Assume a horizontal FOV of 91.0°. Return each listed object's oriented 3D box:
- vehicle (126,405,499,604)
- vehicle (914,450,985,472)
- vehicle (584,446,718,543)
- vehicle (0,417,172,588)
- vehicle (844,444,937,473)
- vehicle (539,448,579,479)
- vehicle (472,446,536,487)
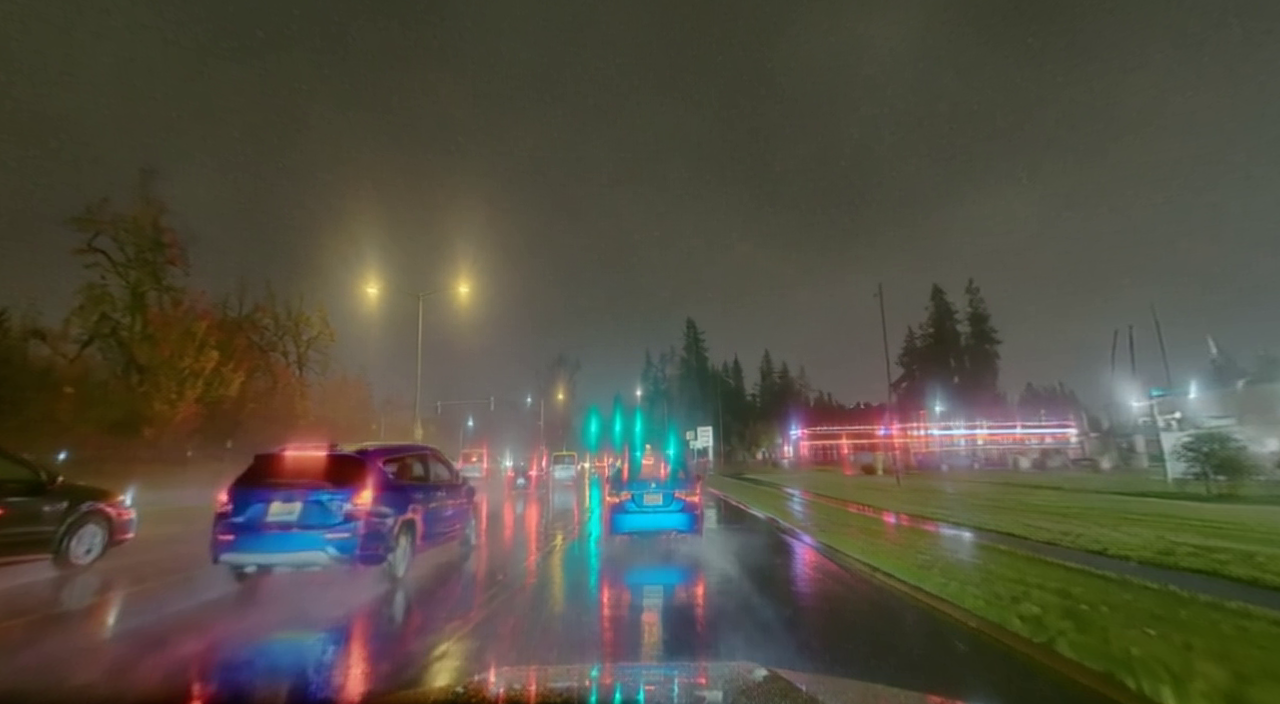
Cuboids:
[{"bbox_3d":[-3.414,1.685,7.948,2.055,1.725,4.732,0,-8,1],"label":"vehicle"},{"bbox_3d":[22.602,7.985,46.061,4.220,1.550,1.935,-9,-13,43],"label":"vehicle"},{"bbox_3d":[0.214,2.528,11.876,2.091,1.494,3.962,0,-8,1],"label":"vehicle"},{"bbox_3d":[-7.253,1.471,6.168,1.968,1.657,4.230,0,-8,1],"label":"vehicle"},{"bbox_3d":[18.420,7.820,46.471,5.852,1.962,2.323,-8,-11,42],"label":"vehicle"},{"bbox_3d":[-6.227,8.606,49.088,2.348,2.250,5.004,0,-8,2],"label":"vehicle"},{"bbox_3d":[-6.667,5.625,31.365,2.130,1.900,4.470,0,-8,1],"label":"vehicle"}]
